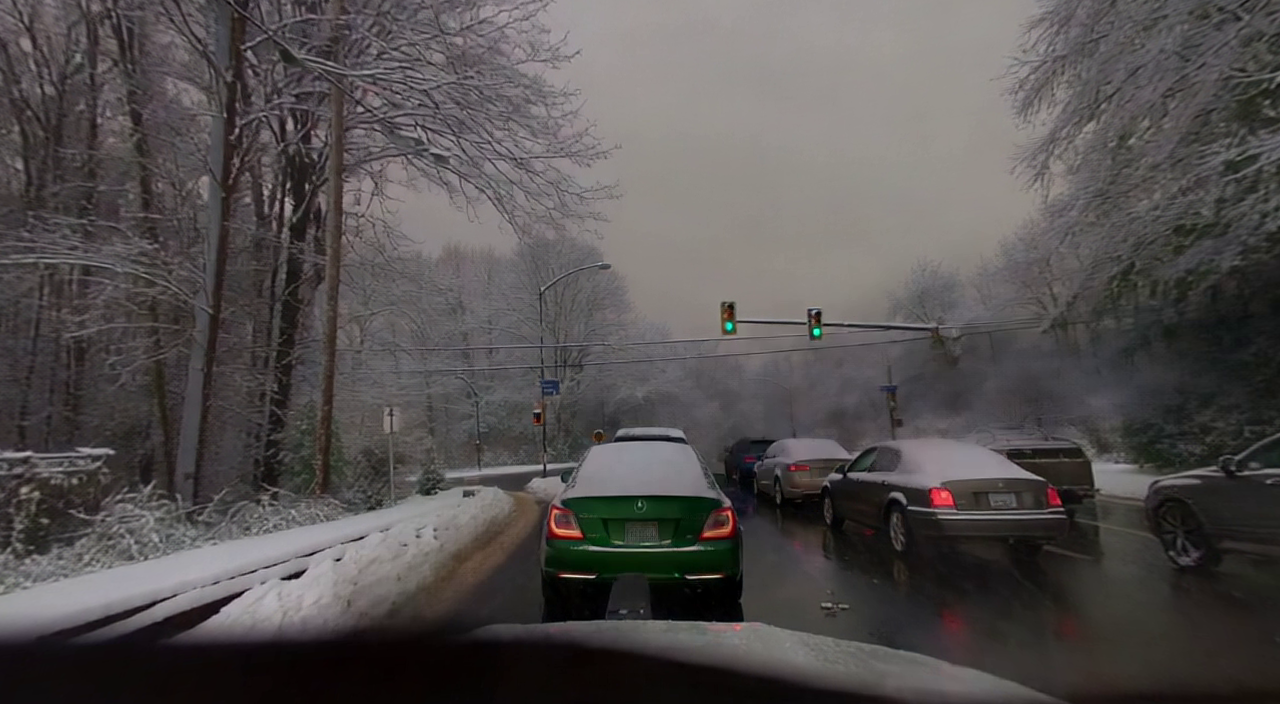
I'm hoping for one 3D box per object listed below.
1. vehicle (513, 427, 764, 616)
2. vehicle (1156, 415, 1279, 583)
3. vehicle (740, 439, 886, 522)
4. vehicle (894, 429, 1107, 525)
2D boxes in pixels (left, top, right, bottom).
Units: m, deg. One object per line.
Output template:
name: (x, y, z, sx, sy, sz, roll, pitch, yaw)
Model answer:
vehicle: (0.012, 1.676, 7.093, 2.015, 1.502, 3.898, 0, -9, 1)
vehicle: (6.942, 1.333, 5.584, 1.783, 1.572, 3.421, 0, -9, 1)
vehicle: (3.529, 2.715, 13.821, 1.934, 1.494, 4.446, 0, -9, 0)
vehicle: (7.026, 2.468, 12.908, 1.923, 1.611, 4.094, 0, -9, 0)
